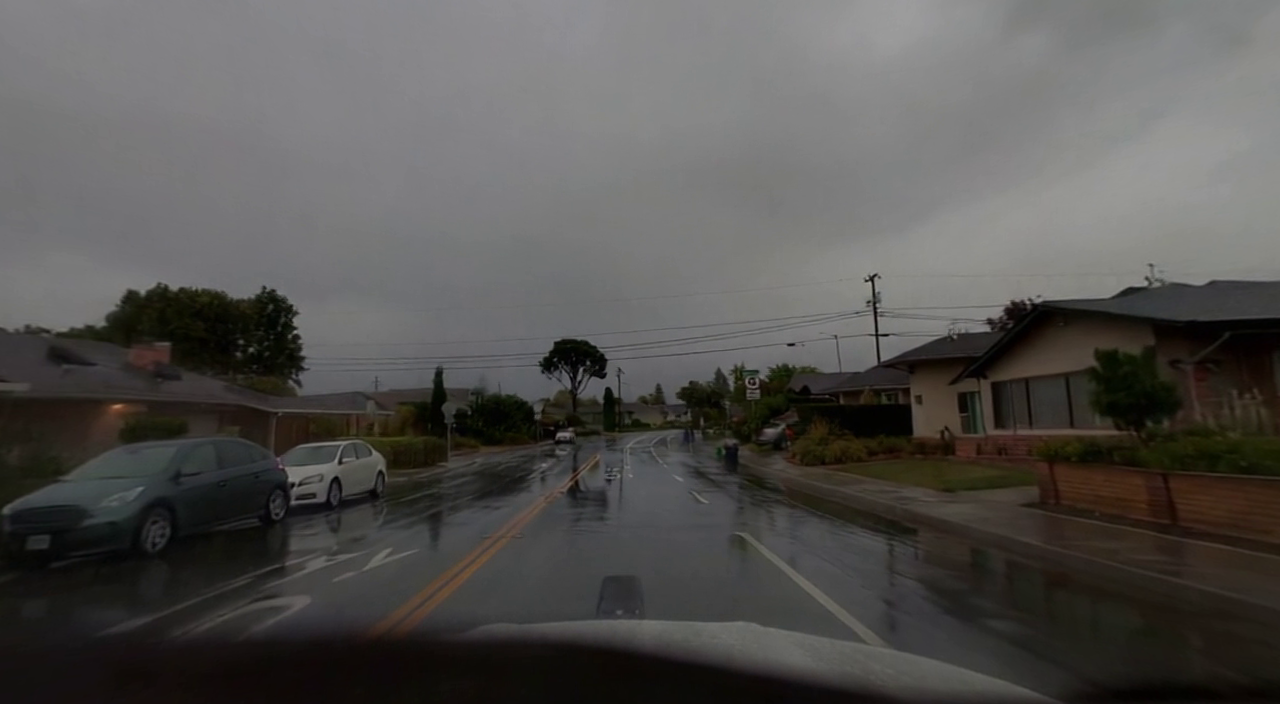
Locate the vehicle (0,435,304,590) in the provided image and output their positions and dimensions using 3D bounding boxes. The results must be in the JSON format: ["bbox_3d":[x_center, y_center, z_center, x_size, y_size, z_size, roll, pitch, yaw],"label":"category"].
[{"bbox_3d":[-6.425,1.889,8.350,1.777,1.554,3.790,0,-8,1],"label":"vehicle"}]
